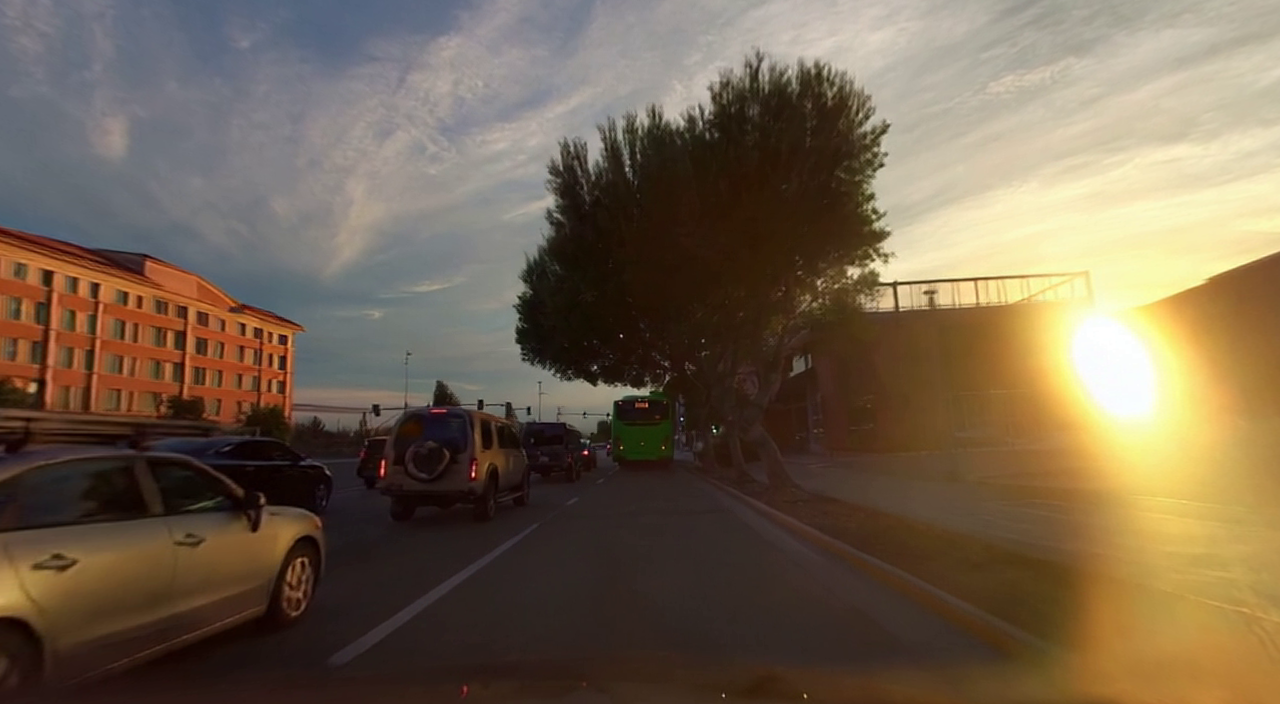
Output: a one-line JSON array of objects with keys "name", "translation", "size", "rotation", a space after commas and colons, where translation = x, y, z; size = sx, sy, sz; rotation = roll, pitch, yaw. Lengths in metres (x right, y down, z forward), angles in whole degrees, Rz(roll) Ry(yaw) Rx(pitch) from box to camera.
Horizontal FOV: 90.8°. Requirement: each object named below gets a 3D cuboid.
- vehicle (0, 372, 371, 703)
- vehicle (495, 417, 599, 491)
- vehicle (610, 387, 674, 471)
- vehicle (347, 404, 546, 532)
[{"name": "vehicle", "translation": [-3.302, 0.976, 2.962], "size": [2.042, 1.571, 4.475], "rotation": [0, -9, 1]}, {"name": "vehicle", "translation": [-2.907, 3.420, 21.442], "size": [2.546, 2.125, 5.869], "rotation": [0, -9, 1]}, {"name": "vehicle", "translation": [0.155, 4.485, 35.543], "size": [2.970, 3.857, 12.200], "rotation": [0, -9, 0]}, {"name": "vehicle", "translation": [-3.278, 2.118, 12.027], "size": [2.095, 1.892, 5.043], "rotation": [0, -9, 1]}]
